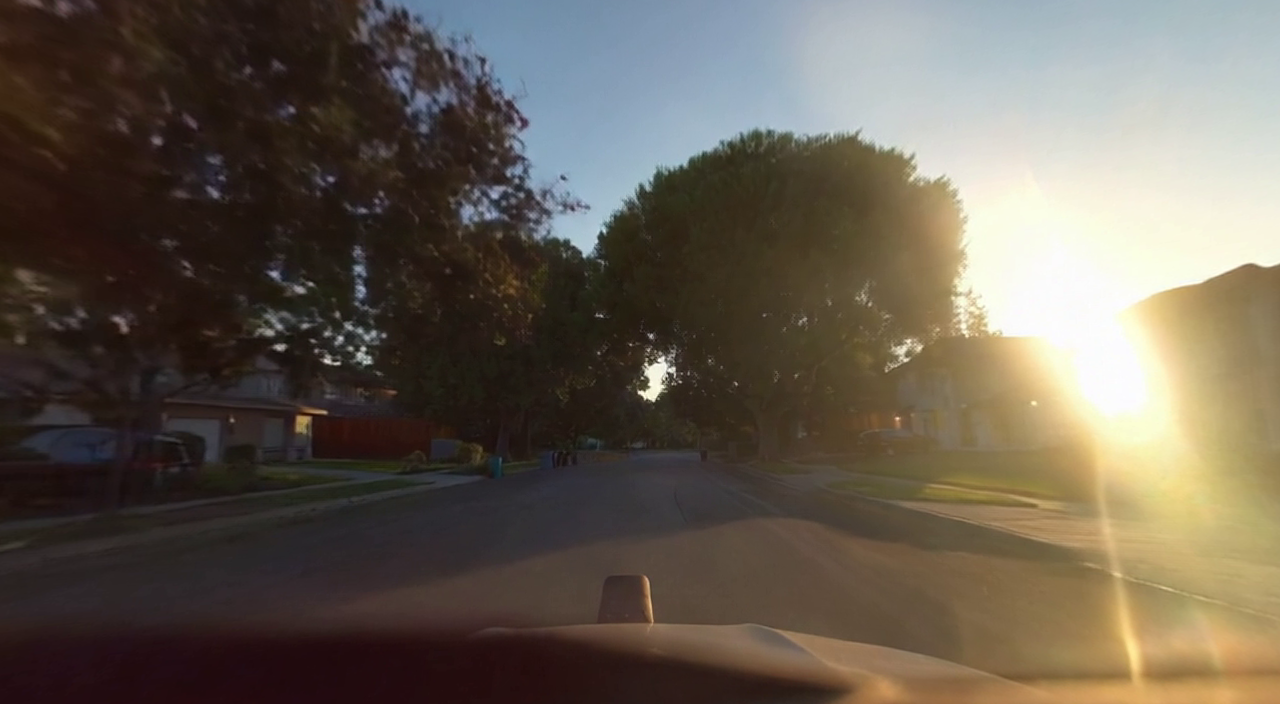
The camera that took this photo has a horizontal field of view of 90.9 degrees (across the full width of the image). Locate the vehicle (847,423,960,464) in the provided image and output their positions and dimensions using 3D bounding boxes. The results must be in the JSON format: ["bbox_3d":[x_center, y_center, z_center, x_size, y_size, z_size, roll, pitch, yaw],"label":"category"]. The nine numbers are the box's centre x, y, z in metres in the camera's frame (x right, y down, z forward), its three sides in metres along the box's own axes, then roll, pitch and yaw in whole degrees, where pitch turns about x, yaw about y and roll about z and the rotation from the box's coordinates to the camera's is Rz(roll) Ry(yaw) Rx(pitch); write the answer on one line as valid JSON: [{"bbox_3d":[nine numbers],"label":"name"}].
[{"bbox_3d":[12.684,4.449,30.528,4.581,1.853,2.024,2,-9,-7],"label":"vehicle"}]
